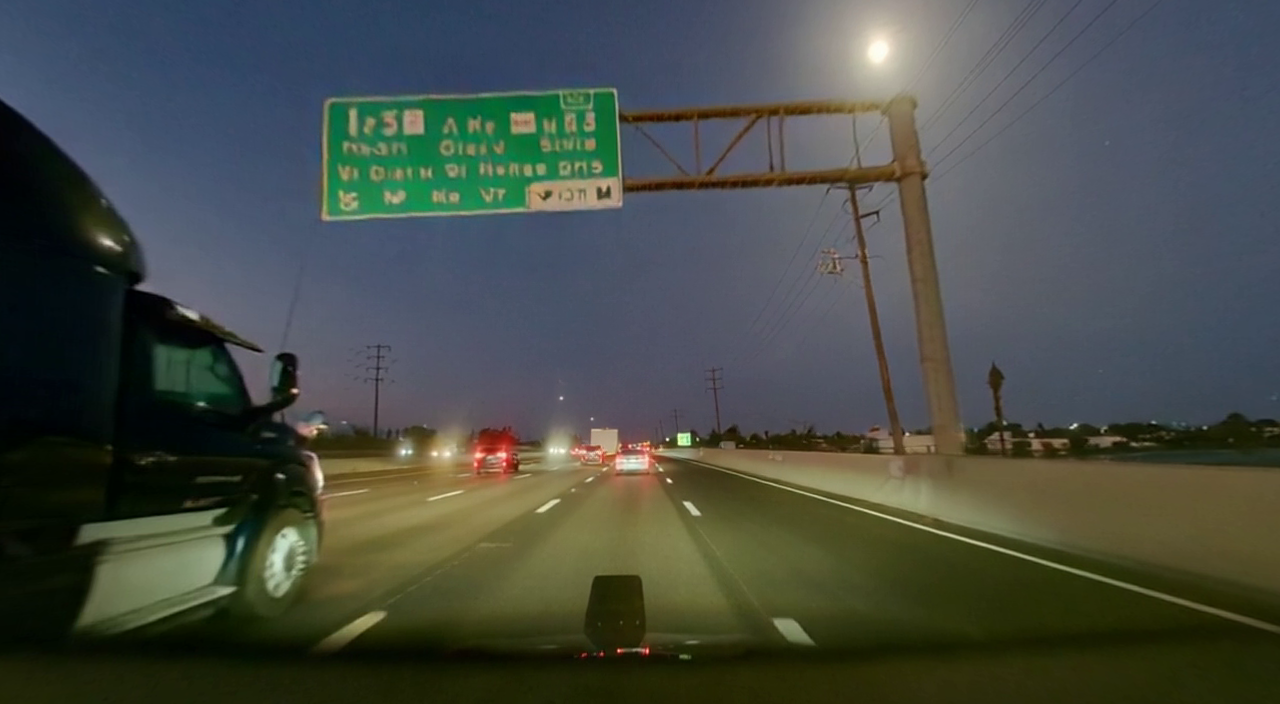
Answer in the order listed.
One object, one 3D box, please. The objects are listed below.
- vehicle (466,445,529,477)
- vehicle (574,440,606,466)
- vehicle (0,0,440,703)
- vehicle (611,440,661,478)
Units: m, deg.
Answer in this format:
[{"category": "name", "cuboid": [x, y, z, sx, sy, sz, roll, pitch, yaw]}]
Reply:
[{"category": "vehicle", "cuboid": [-7.094, 5.452, 31.795, 2.025, 1.510, 4.582, 0, -9, 1]}, {"category": "vehicle", "cuboid": [-3.834, 7.829, 48.863, 2.109, 1.840, 4.614, 0, -9, 0]}, {"category": "vehicle", "cuboid": [-3.544, 0.005, 1.451, 3.023, 3.246, 9.102, 0, -9, 1]}, {"category": "vehicle", "cuboid": [-0.176, 5.043, 29.878, 2.178, 1.640, 4.071, 0, -9, 0]}]
